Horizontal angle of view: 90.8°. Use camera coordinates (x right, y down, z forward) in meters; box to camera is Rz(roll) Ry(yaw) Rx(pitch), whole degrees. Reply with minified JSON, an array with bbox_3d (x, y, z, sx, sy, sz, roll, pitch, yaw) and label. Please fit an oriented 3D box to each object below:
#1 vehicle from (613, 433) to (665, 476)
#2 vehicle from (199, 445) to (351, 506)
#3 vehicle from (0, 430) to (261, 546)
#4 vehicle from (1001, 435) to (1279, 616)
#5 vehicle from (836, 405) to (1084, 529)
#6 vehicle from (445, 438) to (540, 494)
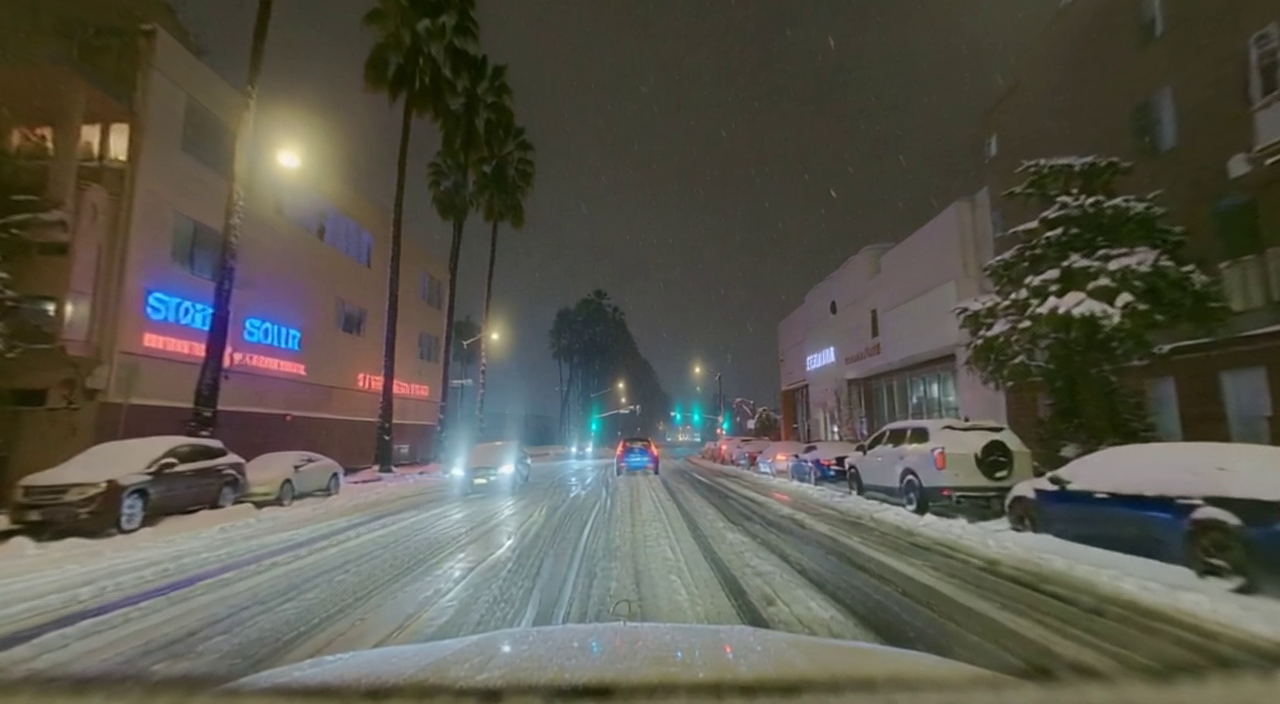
[{"bbox_3d":[-0.071,4.344,27.032,2.063,1.664,4.471,0,-8,-1],"label":"vehicle"},{"bbox_3d":[-9.920,3.340,17.623,1.786,1.476,4.117,0,-8,0],"label":"vehicle"},{"bbox_3d":[-9.766,2.477,12.493,1.818,1.740,4.555,-3,-7,-1],"label":"vehicle"},{"bbox_3d":[6.226,1.667,6.819,1.786,1.492,4.874,0,-8,0],"label":"vehicle"},{"bbox_3d":[6.307,2.350,13.625,2.257,2.074,5.857,0,-8,0],"label":"vehicle"},{"bbox_3d":[-4.193,3.283,18.666,1.916,1.453,4.315,0,-8,-2],"label":"vehicle"}]
